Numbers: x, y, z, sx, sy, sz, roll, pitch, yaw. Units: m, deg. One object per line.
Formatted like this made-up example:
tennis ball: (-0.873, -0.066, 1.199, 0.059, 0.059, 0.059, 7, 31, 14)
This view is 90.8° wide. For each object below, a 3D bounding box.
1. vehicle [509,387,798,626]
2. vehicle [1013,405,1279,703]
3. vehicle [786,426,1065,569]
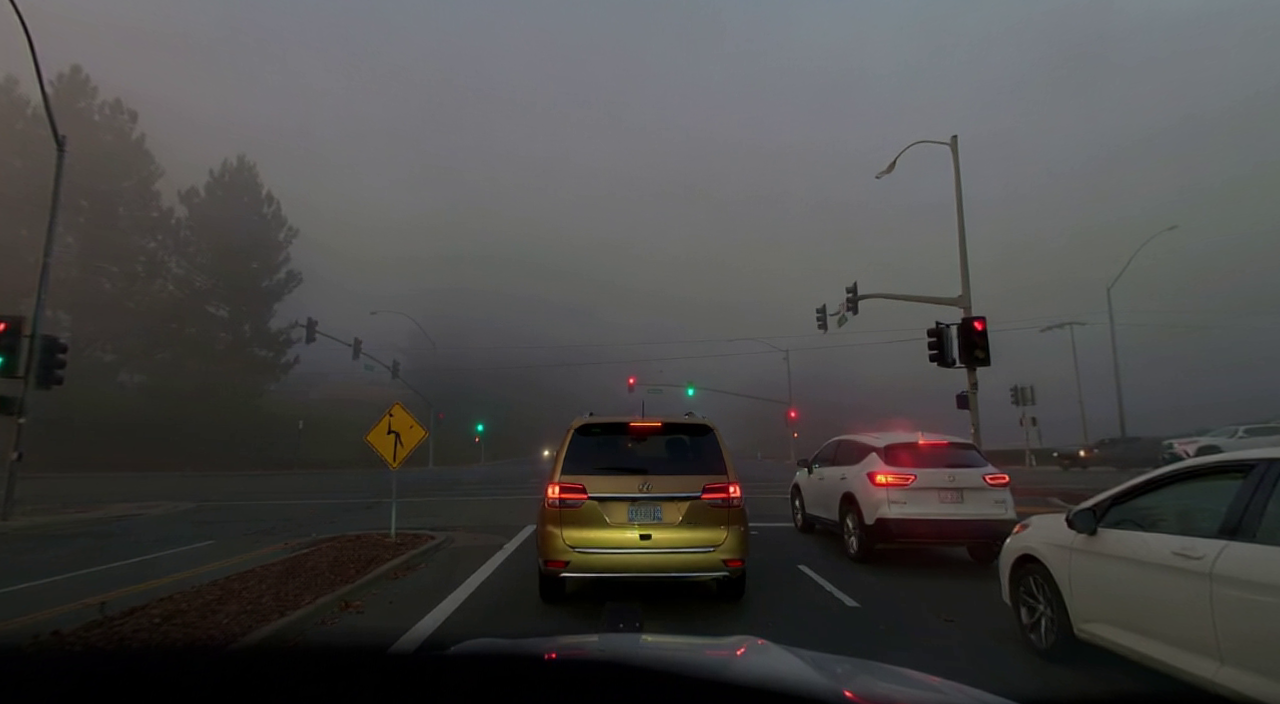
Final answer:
vehicle: (0.103, 1.494, 7.075, 2.170, 1.793, 4.468, 0, -8, 0)
vehicle: (3.155, 0.815, 1.439, 1.924, 1.466, 4.461, 0, -8, 1)
vehicle: (3.526, 1.860, 8.866, 1.861, 1.495, 4.215, 0, -8, -1)
